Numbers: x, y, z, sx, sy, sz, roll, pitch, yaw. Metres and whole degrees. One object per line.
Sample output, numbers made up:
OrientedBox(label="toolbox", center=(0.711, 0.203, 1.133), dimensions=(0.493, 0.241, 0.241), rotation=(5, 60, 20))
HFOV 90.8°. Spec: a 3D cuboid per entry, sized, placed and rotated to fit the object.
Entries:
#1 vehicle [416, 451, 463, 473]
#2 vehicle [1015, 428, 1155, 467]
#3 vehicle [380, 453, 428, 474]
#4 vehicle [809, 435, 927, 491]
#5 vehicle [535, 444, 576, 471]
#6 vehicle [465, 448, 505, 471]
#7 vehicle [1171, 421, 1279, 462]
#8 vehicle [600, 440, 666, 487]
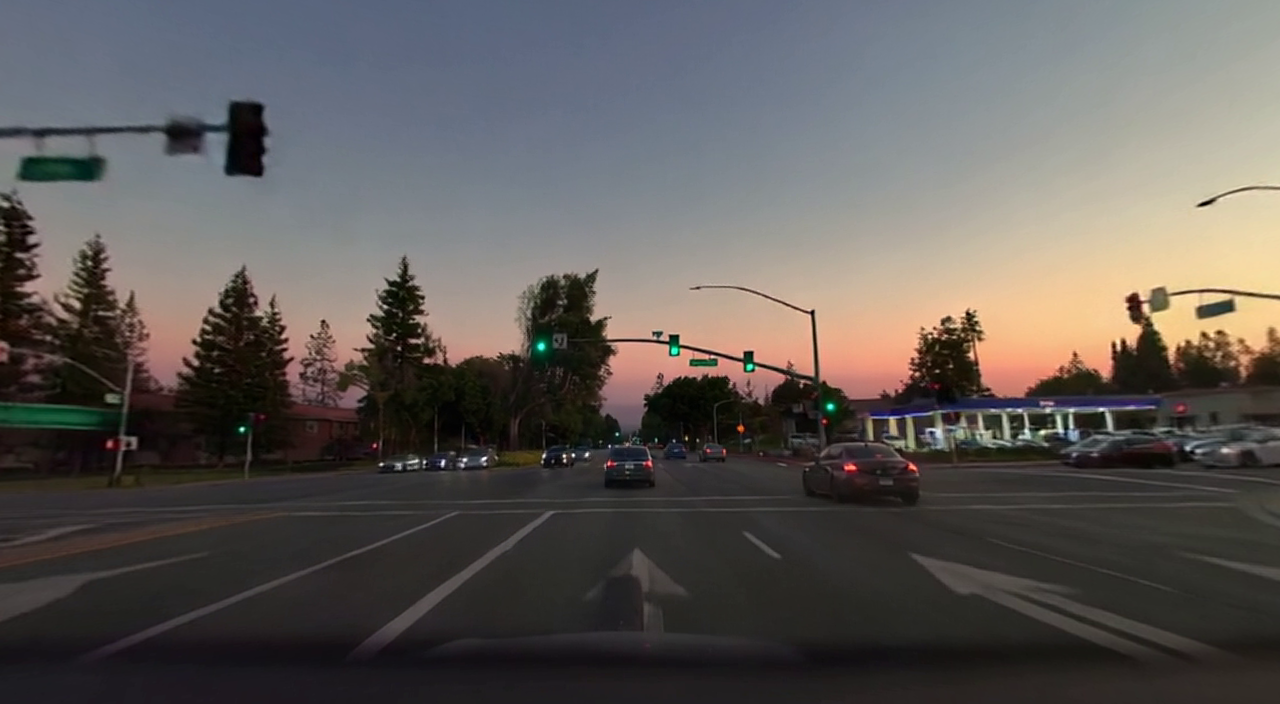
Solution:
OrientedBox(label="vehicle", center=(-14.903, 8.211, 47.322), dimensions=(2.001, 1.463, 4.673), rotation=(0, -9, 0))
OrientedBox(label="vehicle", center=(20.095, 4.351, 28.699), dimensions=(4.796, 1.488, 1.966), rotation=(-2, -9, -1))
OrientedBox(label="vehicle", center=(-18.094, 8.560, 48.678), dimensions=(2.018, 1.472, 4.559), rotation=(0, -9, -1))
OrientedBox(label="vehicle", center=(6.653, 3.289, 19.039), dimensions=(1.890, 1.489, 4.396), rotation=(0, -9, 0))
OrientedBox(label="vehicle", center=(-5.526, 6.932, 41.851), dimensions=(1.990, 1.673, 4.436), rotation=(0, -9, 1))
OrientedBox(label="vehicle", center=(-11.859, 8.228, 48.618), dimensions=(1.944, 1.647, 4.395), rotation=(0, -9, 0))
OrientedBox(label="vehicle", center=(27.420, 4.066, 28.804), dimensions=(4.724, 1.793, 1.777), rotation=(0, -9, 0))
OrientedBox(label="vehicle", center=(-0.238, 3.799, 21.768), dimensions=(2.040, 1.451, 3.736), rotation=(0, -9, -1))
